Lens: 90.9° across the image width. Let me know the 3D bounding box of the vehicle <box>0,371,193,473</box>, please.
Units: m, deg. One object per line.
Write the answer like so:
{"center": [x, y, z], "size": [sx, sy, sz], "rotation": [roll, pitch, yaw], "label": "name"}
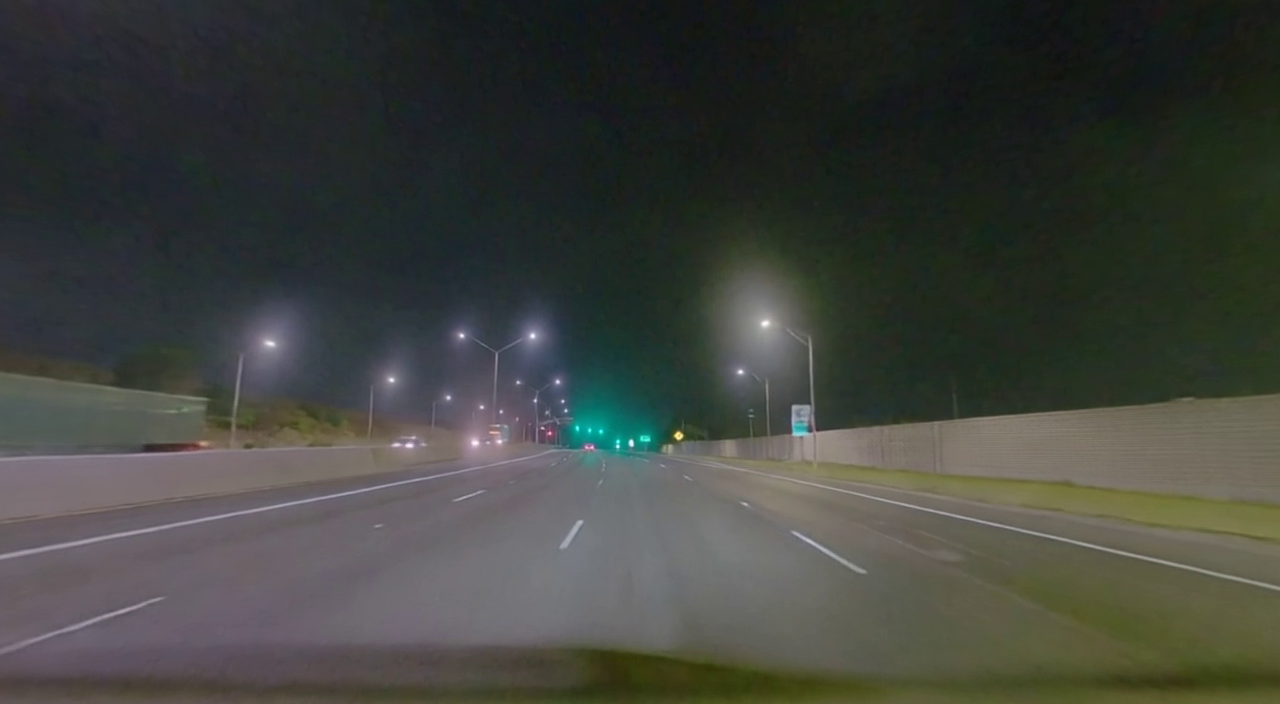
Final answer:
{"center": [-27.840, 3.348, 29.055], "size": [2.903, 4.123, 16.626], "rotation": [0, -8, -2], "label": "vehicle"}
